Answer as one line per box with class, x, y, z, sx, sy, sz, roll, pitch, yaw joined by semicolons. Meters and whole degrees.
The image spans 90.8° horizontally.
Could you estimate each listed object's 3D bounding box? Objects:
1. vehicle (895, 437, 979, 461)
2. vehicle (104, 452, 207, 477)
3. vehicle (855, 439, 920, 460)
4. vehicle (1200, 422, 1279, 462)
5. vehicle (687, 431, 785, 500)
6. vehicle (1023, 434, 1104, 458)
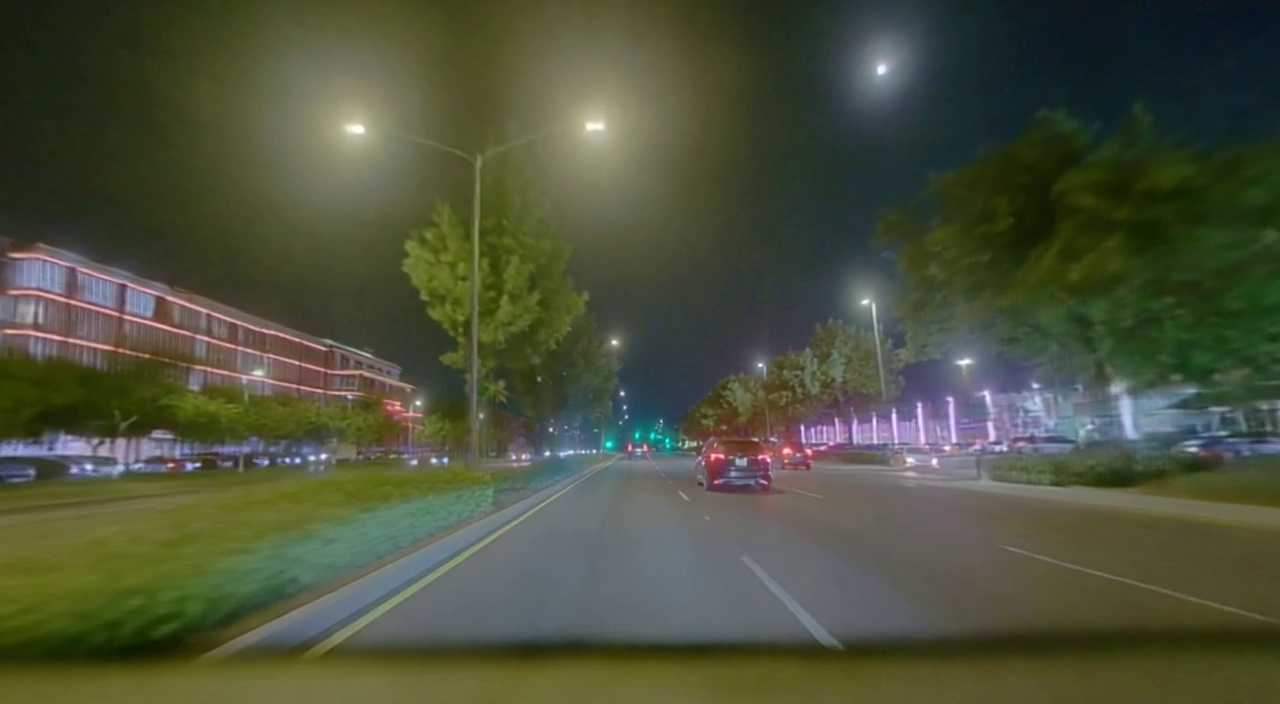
vehicle;19.599;6.404;41.856;4.584;1.503;1.942;0;-8;0
vehicle;-29.979;6.960;39.194;4.671;1.472;2.076;0;-8;2
vehicle;19.486;7.659;49.827;4.227;1.567;2.034;0;-8;0
vehicle;32.195;4.618;32.339;4.867;1.962;2.172;0;-8;1
vehicle;2.507;3.100;17.642;1.963;1.677;4.229;0;-8;-2
vehicle;32.515;7.240;48.568;4.671;1.618;1.998;-2;-8;0
